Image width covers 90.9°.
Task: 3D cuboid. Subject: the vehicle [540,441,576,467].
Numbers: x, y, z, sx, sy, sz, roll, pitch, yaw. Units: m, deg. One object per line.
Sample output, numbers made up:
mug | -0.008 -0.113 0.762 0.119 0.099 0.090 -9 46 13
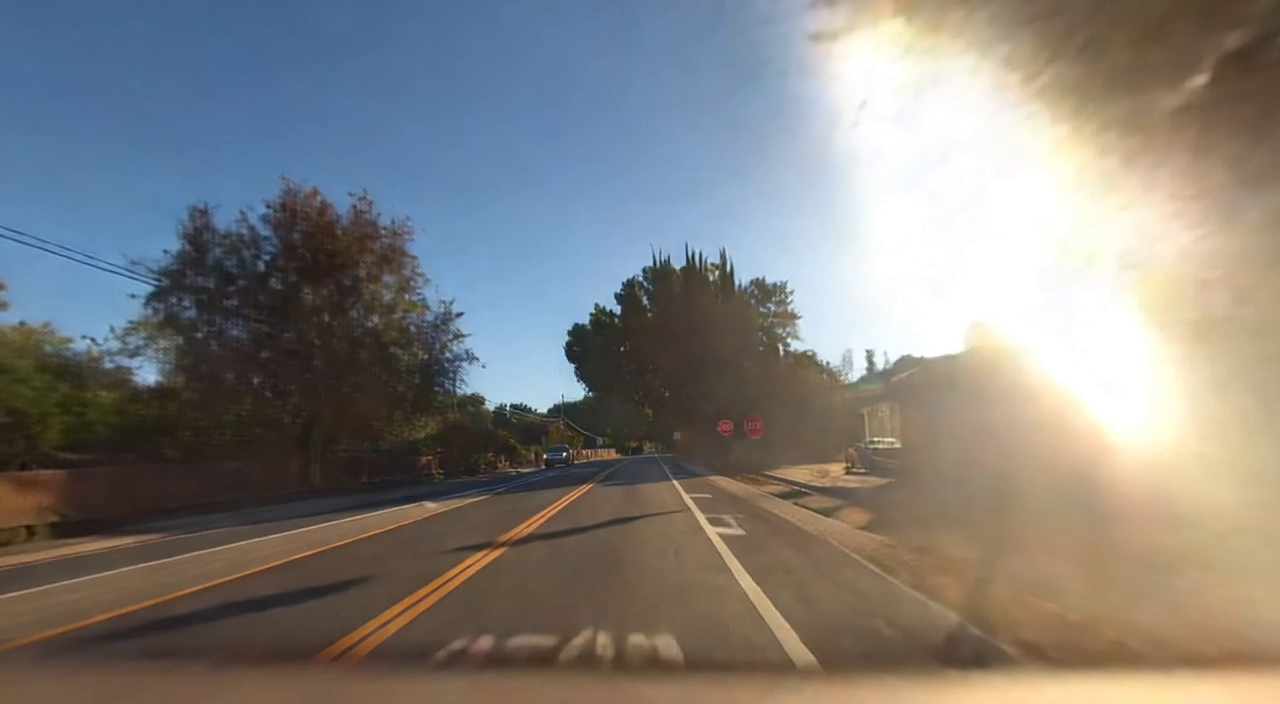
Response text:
vehicle | -6.026 7.581 46.592 1.992 1.797 4.372 -1 -10 1
